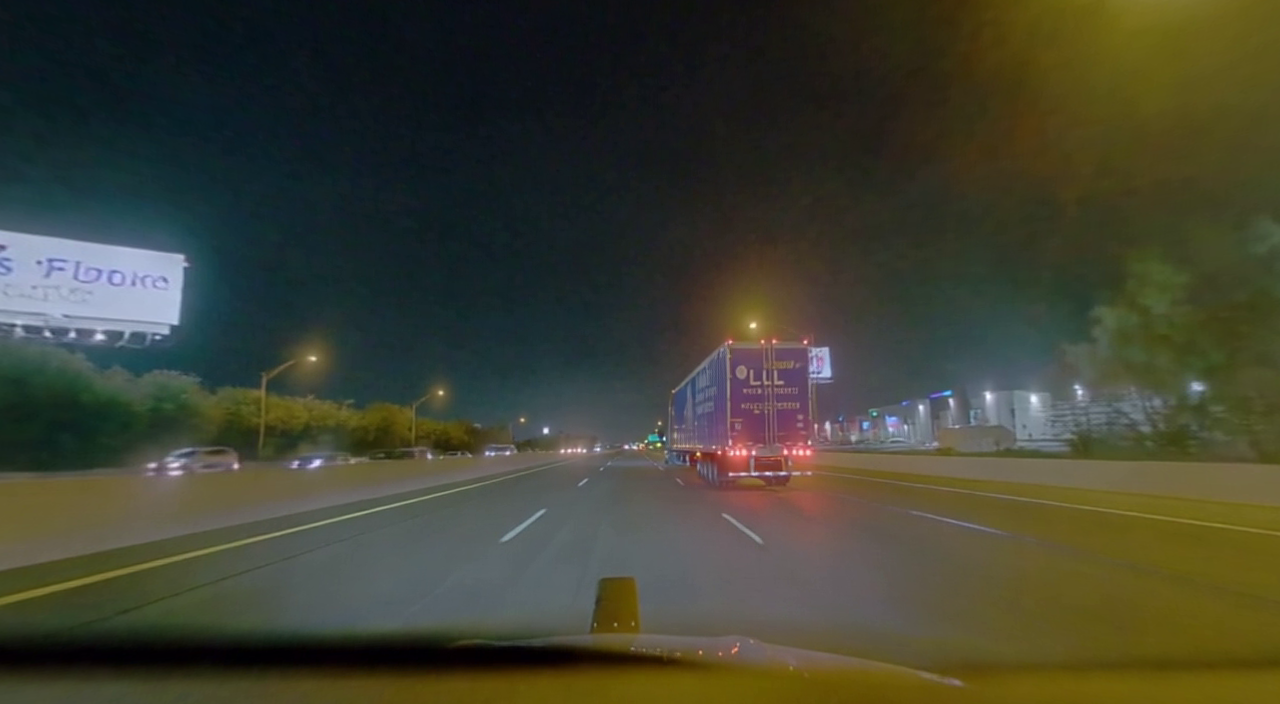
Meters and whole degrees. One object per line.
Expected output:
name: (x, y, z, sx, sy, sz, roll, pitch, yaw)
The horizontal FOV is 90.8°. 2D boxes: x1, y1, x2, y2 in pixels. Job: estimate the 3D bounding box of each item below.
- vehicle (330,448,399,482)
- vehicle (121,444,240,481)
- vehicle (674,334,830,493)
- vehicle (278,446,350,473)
vehicle: (-11.264, 4.613, 26.030, 1.439, 1.299, 3.155, 0, -9, -1)
vehicle: (-22.148, 5.336, 30.769, 2.137, 1.618, 5.008, 0, -9, -1)
vehicle: (3.493, 2.929, 25.898, 2.891, 4.387, 17.121, 0, -9, -1)
vehicle: (-18.682, 6.164, 36.440, 1.933, 1.487, 4.220, 0, -9, -1)
